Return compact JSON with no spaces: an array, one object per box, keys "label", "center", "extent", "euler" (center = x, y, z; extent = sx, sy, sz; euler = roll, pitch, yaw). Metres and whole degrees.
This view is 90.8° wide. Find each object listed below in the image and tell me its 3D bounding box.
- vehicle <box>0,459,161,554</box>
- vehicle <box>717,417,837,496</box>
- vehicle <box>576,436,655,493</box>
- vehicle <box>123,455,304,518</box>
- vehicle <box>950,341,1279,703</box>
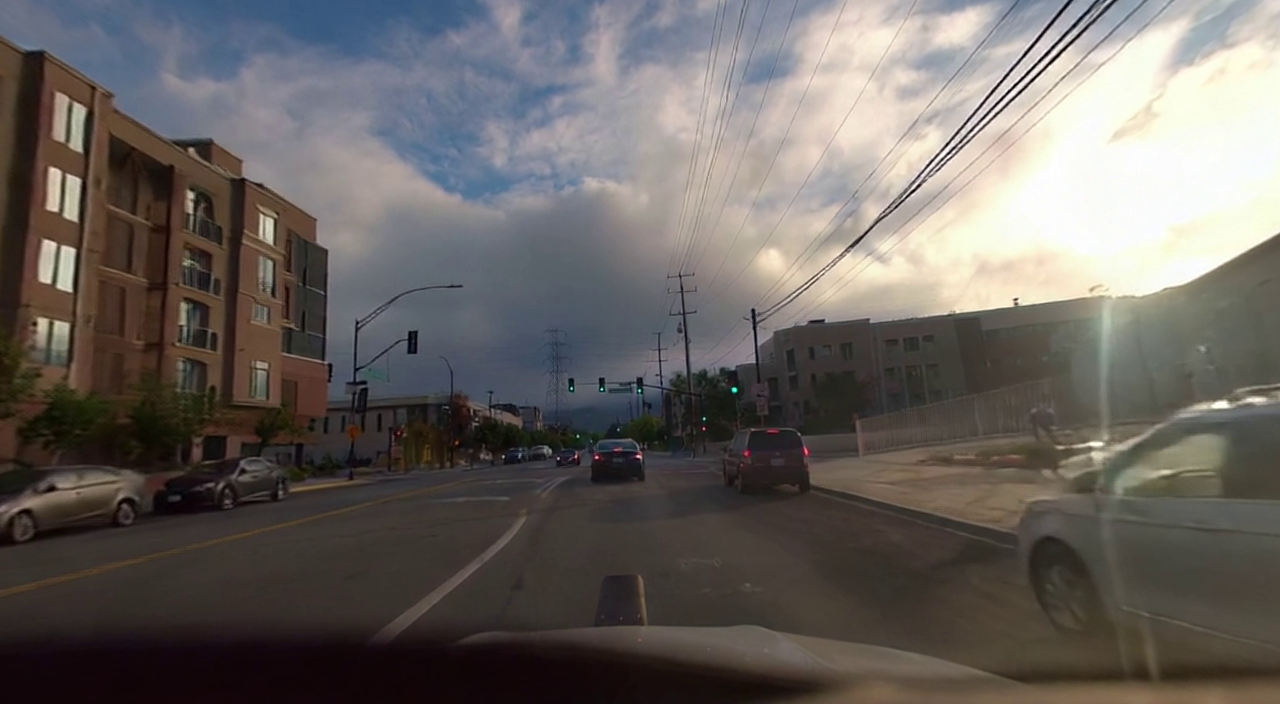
[{"label":"vehicle","center":[-12.008,2.950,12.524],"extent":[2.004,1.526,3.807],"euler":[0,-8,0]},{"label":"vehicle","center":[3.704,2.962,18.211],"extent":[2.248,1.945,5.011],"euler":[0,-8,-1]},{"label":"vehicle","center":[-0.649,3.190,18.281],"extent":[2.019,1.453,4.129],"euler":[0,-8,0]},{"label":"vehicle","center":[-12.005,3.780,18.292],"extent":[1.910,1.498,4.662],"euler":[0,-8,1]},{"label":"vehicle","center":[3.687,0.887,2.868],"extent":[2.186,1.764,4.470],"euler":[0,-8,-1]}]
